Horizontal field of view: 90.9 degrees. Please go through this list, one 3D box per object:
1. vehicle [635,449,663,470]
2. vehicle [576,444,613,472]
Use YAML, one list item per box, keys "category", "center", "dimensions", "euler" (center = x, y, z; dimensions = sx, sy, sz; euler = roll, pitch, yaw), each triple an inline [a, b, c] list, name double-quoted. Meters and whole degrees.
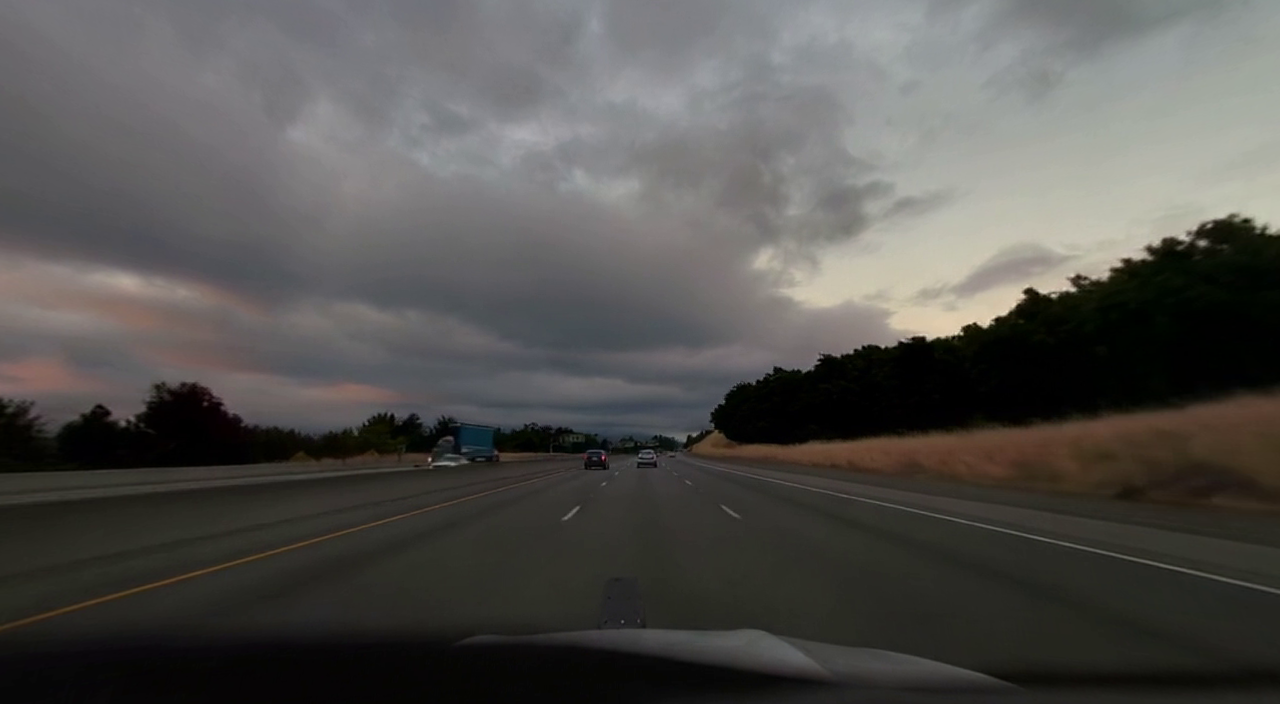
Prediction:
- category: "vehicle"
  center: [0.696, 8.207, 48.141]
  dimensions: [2.036, 1.519, 4.225]
  euler: [0, -9, 0]
- category: "vehicle"
  center: [-3.056, 7.252, 43.263]
  dimensions: [2.143, 1.770, 4.283]
  euler: [0, -9, 1]
